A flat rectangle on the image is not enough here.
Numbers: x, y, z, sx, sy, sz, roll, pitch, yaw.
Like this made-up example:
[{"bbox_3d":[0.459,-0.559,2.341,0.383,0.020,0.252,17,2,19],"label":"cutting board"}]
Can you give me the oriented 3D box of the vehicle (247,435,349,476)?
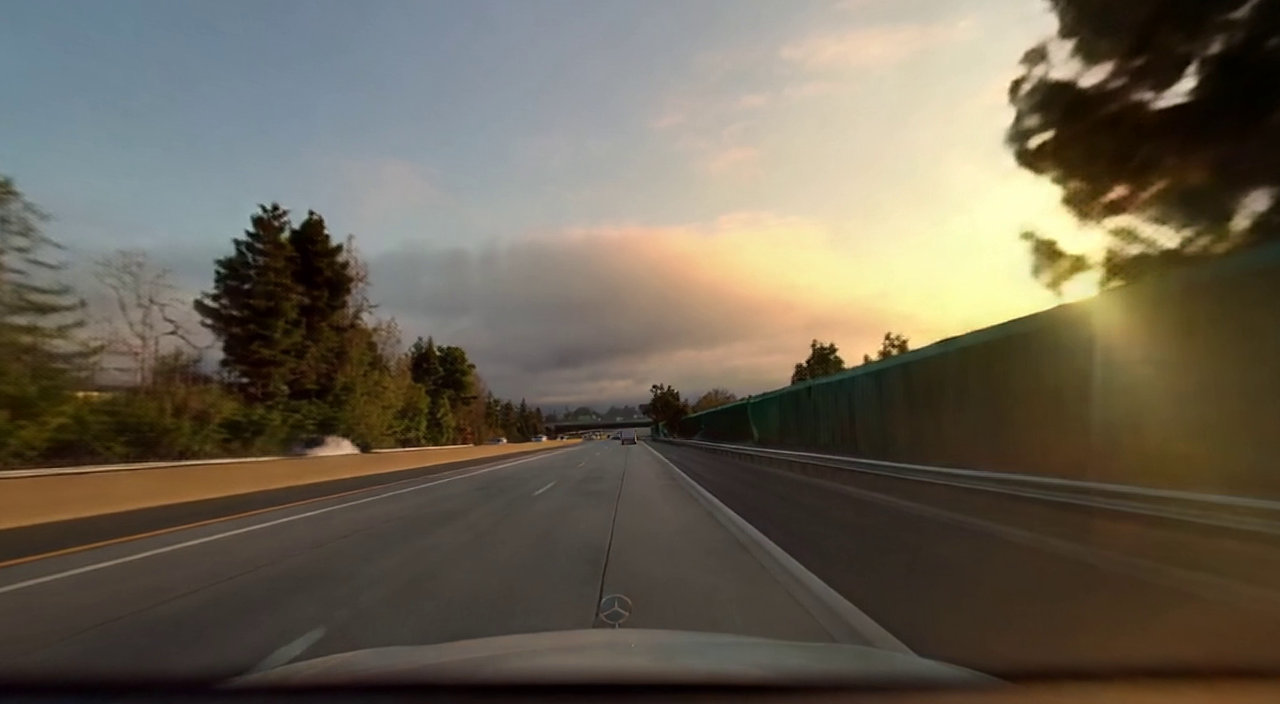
[{"bbox_3d":[-13.190,3.989,24.581,1.753,1.440,3.948,0,-7,0],"label":"vehicle"}]
